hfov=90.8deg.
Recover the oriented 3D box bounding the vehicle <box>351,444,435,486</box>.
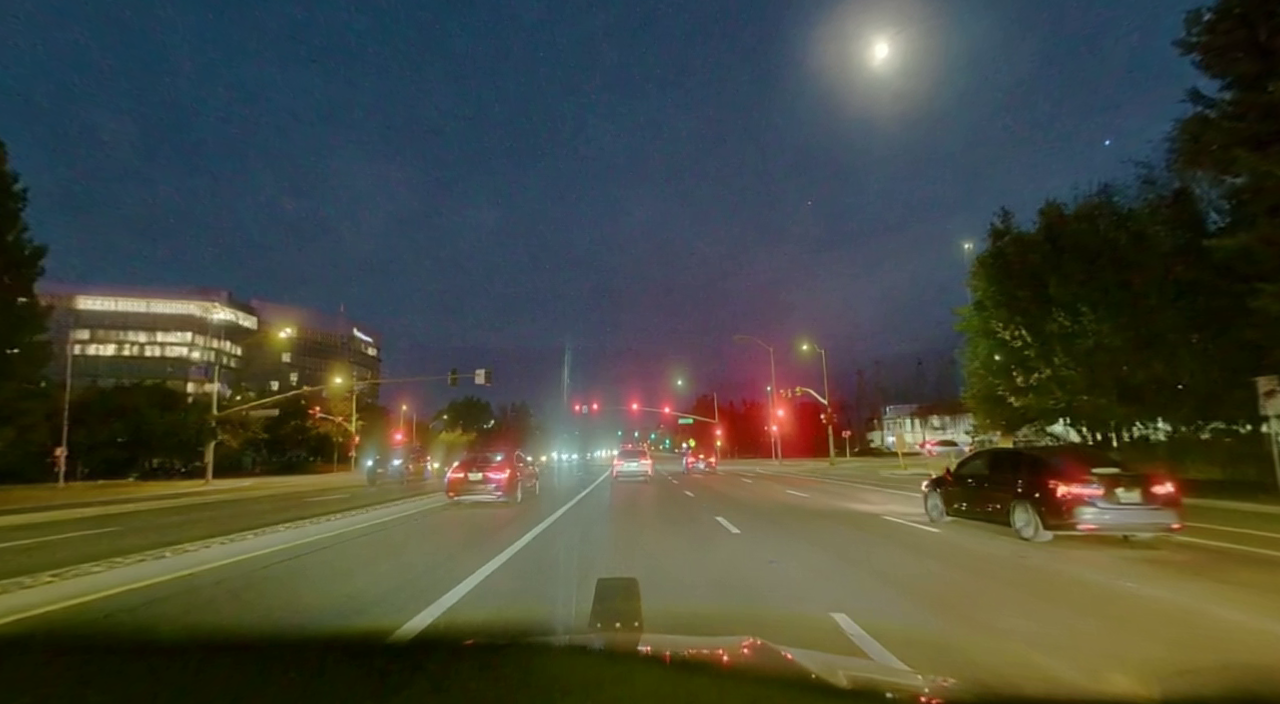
[{"bbox_3d":[-10.988,5.033,28.486,2.026,1.706,4.041,0,-8,2],"label":"vehicle"}]

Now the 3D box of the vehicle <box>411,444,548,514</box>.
[{"bbox_3d":[-3.761,3.046,15.776,2.163,1.474,4.413,0,-8,1],"label":"vehicle"}]

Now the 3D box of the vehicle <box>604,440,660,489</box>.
[{"bbox_3d":[-0.291,4.330,24.712,2.008,1.716,4.125,0,-8,0],"label":"vehicle"}]

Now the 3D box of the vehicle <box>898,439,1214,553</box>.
[{"bbox_3d":[6.317,2.199,10.490,2.028,1.451,4.625,0,-8,-1],"label":"vehicle"}]

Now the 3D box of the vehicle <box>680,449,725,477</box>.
[{"bbox_3d":[3.378,6.129,35.116,2.014,1.430,4.103,0,-8,-1],"label":"vehicle"}]

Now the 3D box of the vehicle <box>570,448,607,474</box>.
[{"bbox_3d":[-3.128,6.701,39.076,2.002,1.502,4.057,0,-8,-1],"label":"vehicle"}]
